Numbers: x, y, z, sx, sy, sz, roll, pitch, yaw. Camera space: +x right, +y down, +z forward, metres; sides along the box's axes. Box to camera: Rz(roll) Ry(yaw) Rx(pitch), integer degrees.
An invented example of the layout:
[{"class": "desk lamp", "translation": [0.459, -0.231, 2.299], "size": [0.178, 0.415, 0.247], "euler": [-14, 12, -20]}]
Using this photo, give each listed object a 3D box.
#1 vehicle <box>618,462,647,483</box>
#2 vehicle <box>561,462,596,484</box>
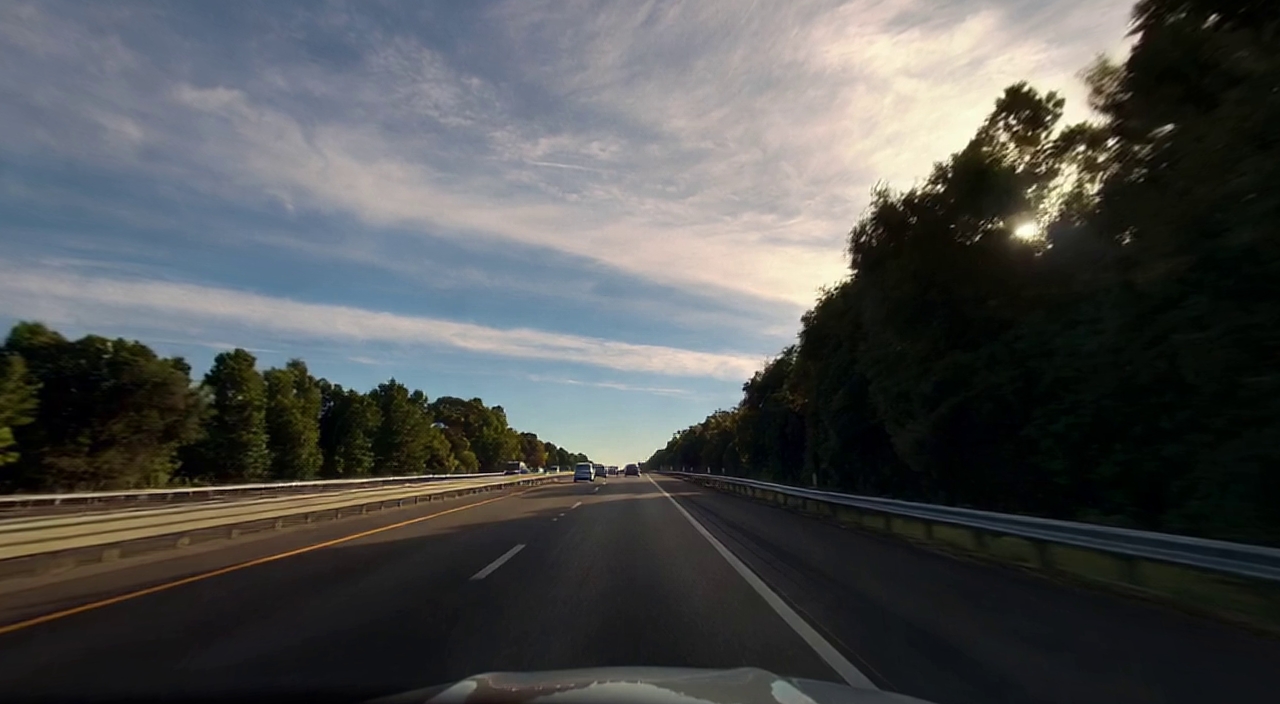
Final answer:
[{"class": "vehicle", "translation": [-0.579, 9.273, 48.479], "size": [2.071, 1.507, 4.324], "euler": [1, -10, 0]}, {"class": "vehicle", "translation": [-4.321, 8.562, 44.681], "size": [2.088, 1.466, 3.939], "euler": [1, -10, 0]}]
